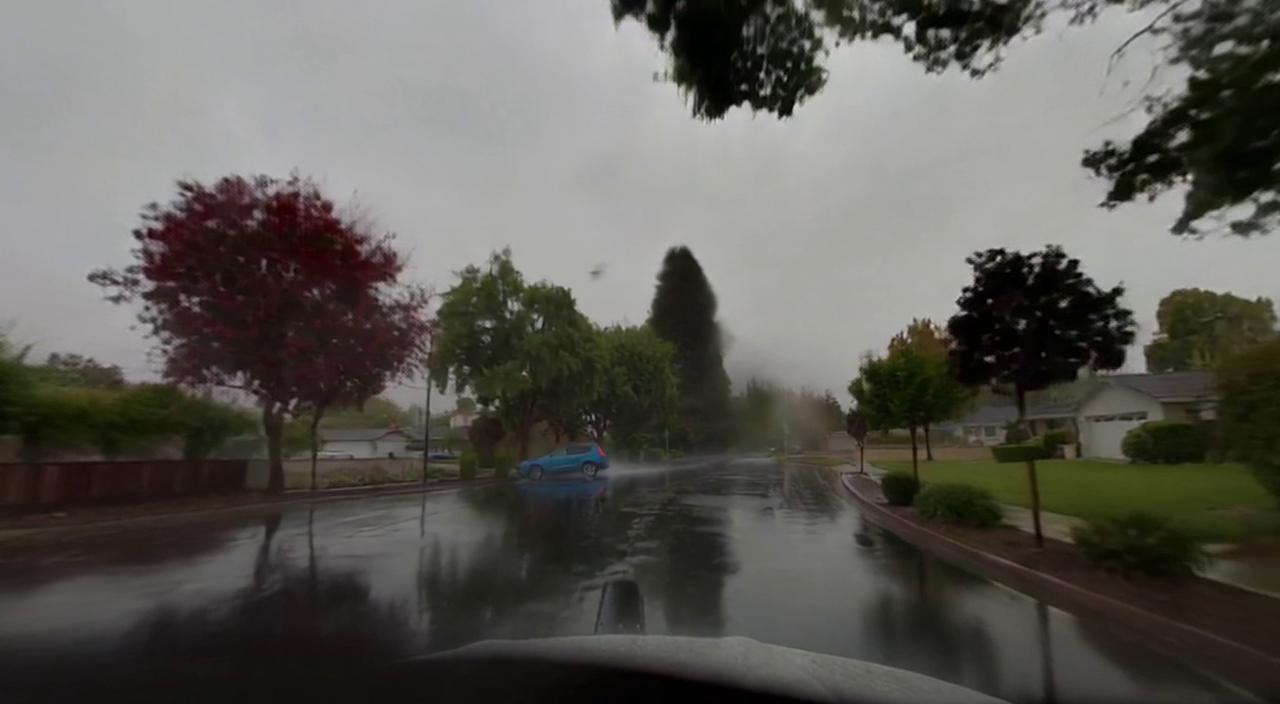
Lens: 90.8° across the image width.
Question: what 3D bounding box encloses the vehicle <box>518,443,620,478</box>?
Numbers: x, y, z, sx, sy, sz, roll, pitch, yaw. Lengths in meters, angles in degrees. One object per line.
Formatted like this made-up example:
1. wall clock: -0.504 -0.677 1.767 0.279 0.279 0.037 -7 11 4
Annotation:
1. vehicle: -3.489 5.371 31.473 4.692 1.660 1.879 -2 -9 11
